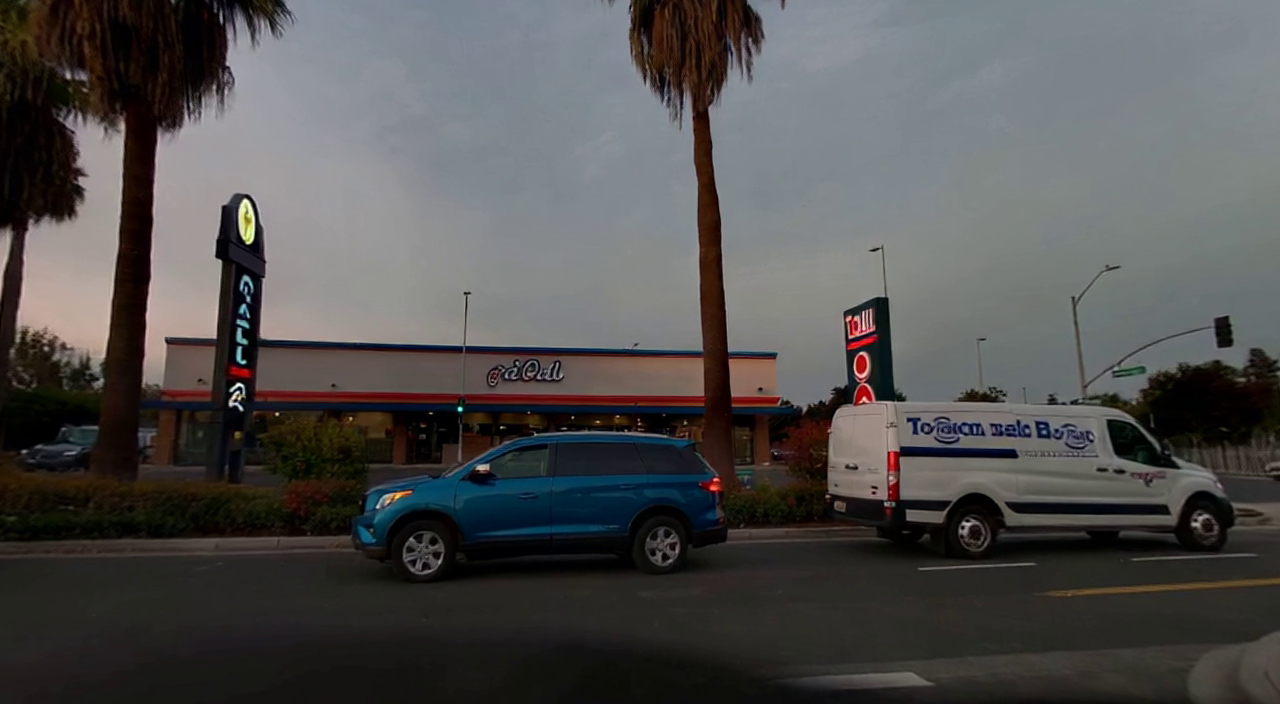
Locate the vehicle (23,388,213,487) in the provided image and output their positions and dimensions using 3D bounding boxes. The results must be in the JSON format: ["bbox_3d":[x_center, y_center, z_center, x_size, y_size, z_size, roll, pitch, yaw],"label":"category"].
[{"bbox_3d":[-23.523,4.008,29.249,3.034,3.929,7.699,1,-9,-9],"label":"vehicle"}]

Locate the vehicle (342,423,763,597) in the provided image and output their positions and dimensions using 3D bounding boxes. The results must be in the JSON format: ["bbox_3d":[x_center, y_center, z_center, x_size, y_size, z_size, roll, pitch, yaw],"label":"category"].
[{"bbox_3d":[-1.013,1.815,7.945,4.493,1.728,2.137,2,-9,-12],"label":"vehicle"}]

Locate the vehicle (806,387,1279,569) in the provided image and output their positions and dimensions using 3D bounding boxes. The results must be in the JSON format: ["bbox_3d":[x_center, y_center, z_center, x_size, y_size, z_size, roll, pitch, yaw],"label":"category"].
[{"bbox_3d":[5.968,1.779,9.500,6.246,2.202,2.277,1,-9,-11],"label":"vehicle"}]
